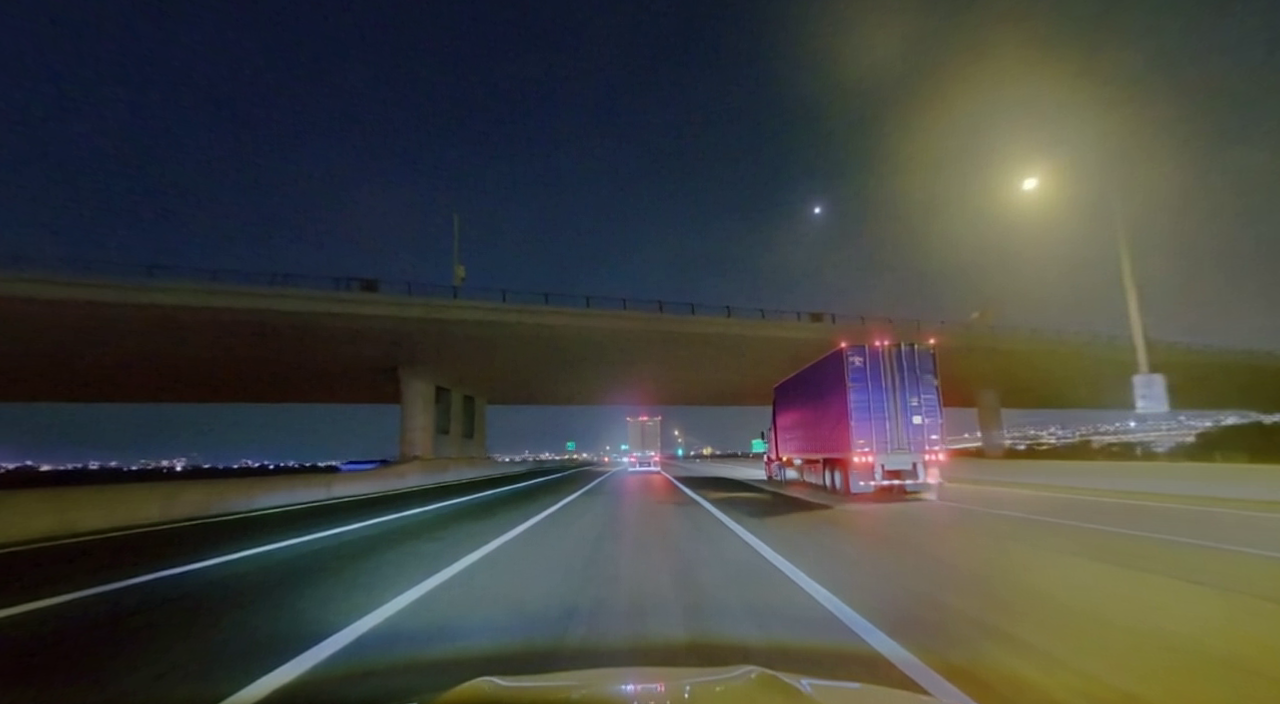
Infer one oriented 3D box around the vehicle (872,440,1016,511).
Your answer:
[{"bbox_3d":[7.337,2.999,15.663,1.687,1.503,3.688,-1,-9,0],"label":"vehicle"}]
